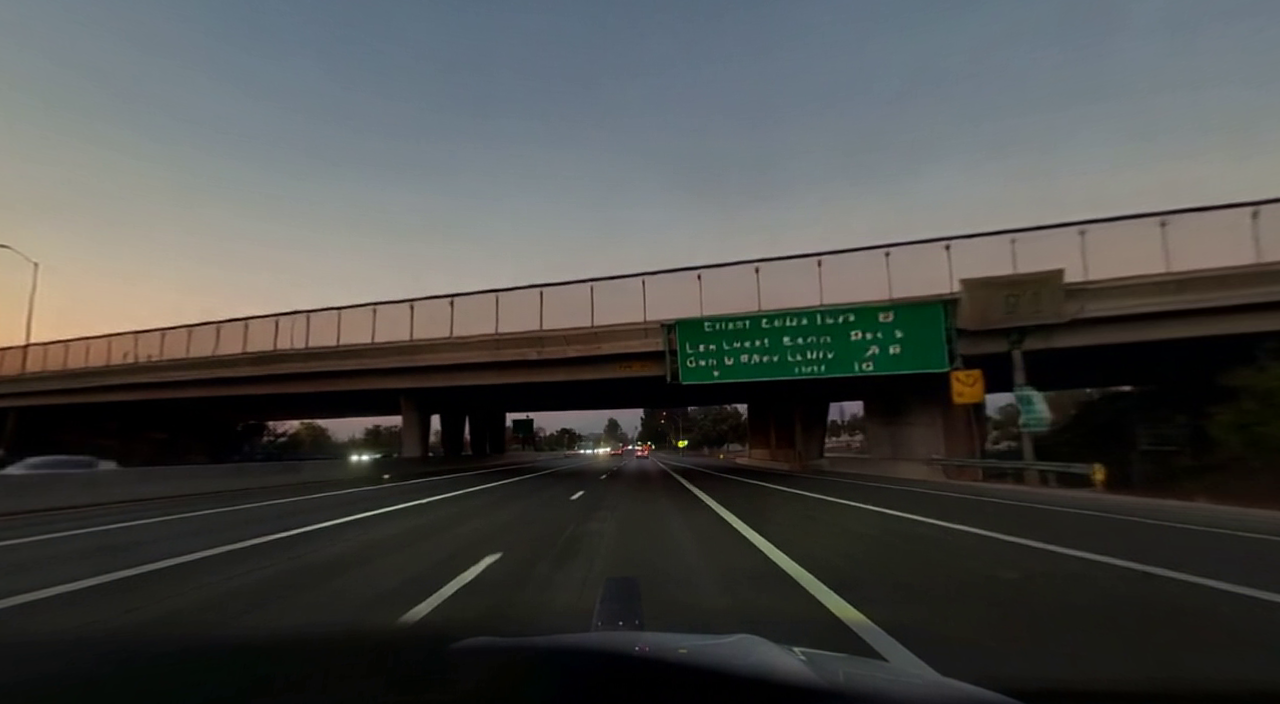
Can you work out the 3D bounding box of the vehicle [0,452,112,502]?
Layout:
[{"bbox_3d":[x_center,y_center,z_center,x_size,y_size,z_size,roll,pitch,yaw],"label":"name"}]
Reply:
[{"bbox_3d":[-21.729,4.380,22.382,1.941,1.590,4.511,0,-9,1],"label":"vehicle"}]
